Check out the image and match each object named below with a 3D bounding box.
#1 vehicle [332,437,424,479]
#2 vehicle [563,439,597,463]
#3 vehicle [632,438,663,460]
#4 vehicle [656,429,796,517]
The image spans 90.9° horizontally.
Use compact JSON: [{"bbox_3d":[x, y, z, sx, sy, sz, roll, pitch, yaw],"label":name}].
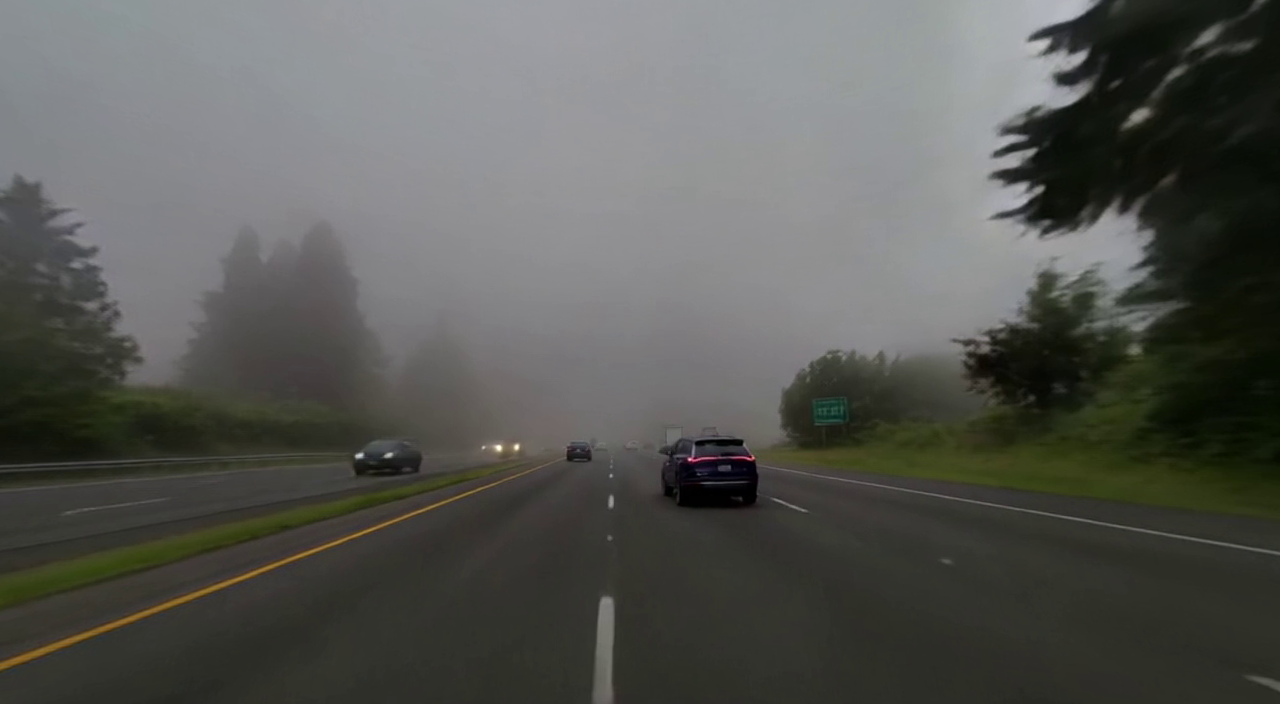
[{"bbox_3d":[-10.844,4.382,26.512,2.017,1.576,4.657,0,-8,-2],"label":"vehicle"},{"bbox_3d":[-3.972,6.597,42.380,2.055,1.466,4.317,0,-8,-3],"label":"vehicle"},{"bbox_3d":[0.521,7.119,46.557,1.995,1.556,3.893,0,-8,-4],"label":"vehicle"},{"bbox_3d":[1.562,2.411,13.343,1.961,1.495,4.743,0,-8,-4],"label":"vehicle"}]
